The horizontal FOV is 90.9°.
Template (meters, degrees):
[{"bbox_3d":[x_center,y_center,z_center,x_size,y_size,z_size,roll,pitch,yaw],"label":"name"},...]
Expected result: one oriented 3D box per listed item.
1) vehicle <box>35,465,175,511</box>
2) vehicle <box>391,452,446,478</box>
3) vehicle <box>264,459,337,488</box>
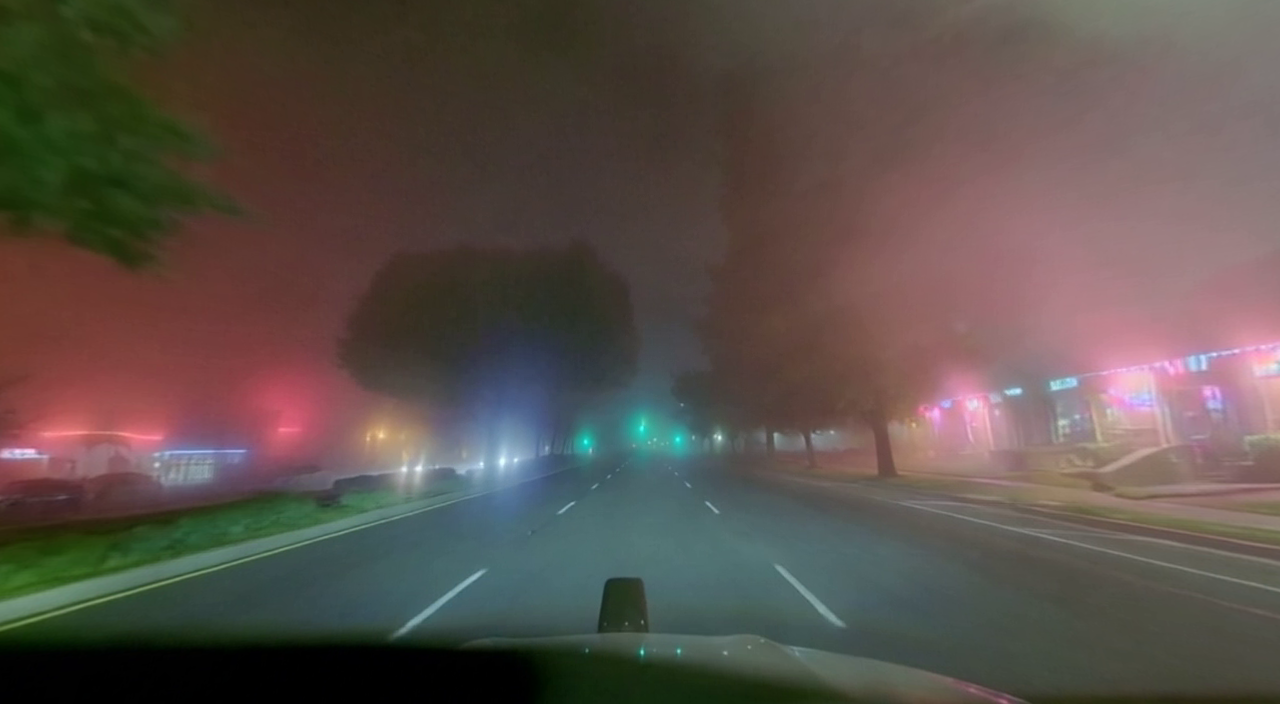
[{"bbox_3d":[-21.879,5.547,26.068,1.885,1.504,4.359,-3,-9,2],"label":"vehicle"},{"bbox_3d":[-14.118,7.175,40.408,1.829,1.505,4.275,-1,-8,1],"label":"vehicle"},{"bbox_3d":[-21.521,7.693,40.192,1.881,1.537,4.611,-3,-9,3],"label":"vehicle"}]
